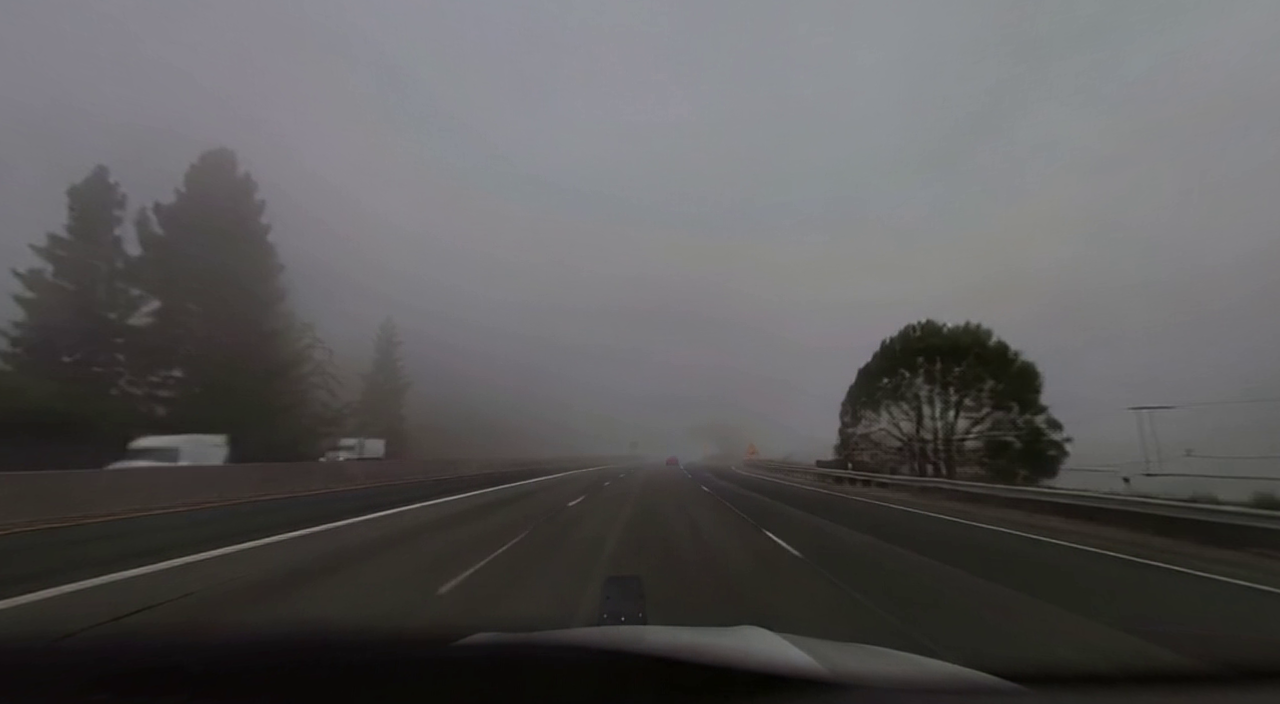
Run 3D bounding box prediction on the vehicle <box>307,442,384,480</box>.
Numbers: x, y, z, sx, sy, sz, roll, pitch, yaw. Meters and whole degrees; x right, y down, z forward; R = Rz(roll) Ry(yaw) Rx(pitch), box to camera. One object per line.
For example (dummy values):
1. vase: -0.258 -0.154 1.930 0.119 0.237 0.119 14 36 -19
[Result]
1. vehicle: -17.709 6.569 38.237 2.080 2.108 4.885 -1 -9 3
